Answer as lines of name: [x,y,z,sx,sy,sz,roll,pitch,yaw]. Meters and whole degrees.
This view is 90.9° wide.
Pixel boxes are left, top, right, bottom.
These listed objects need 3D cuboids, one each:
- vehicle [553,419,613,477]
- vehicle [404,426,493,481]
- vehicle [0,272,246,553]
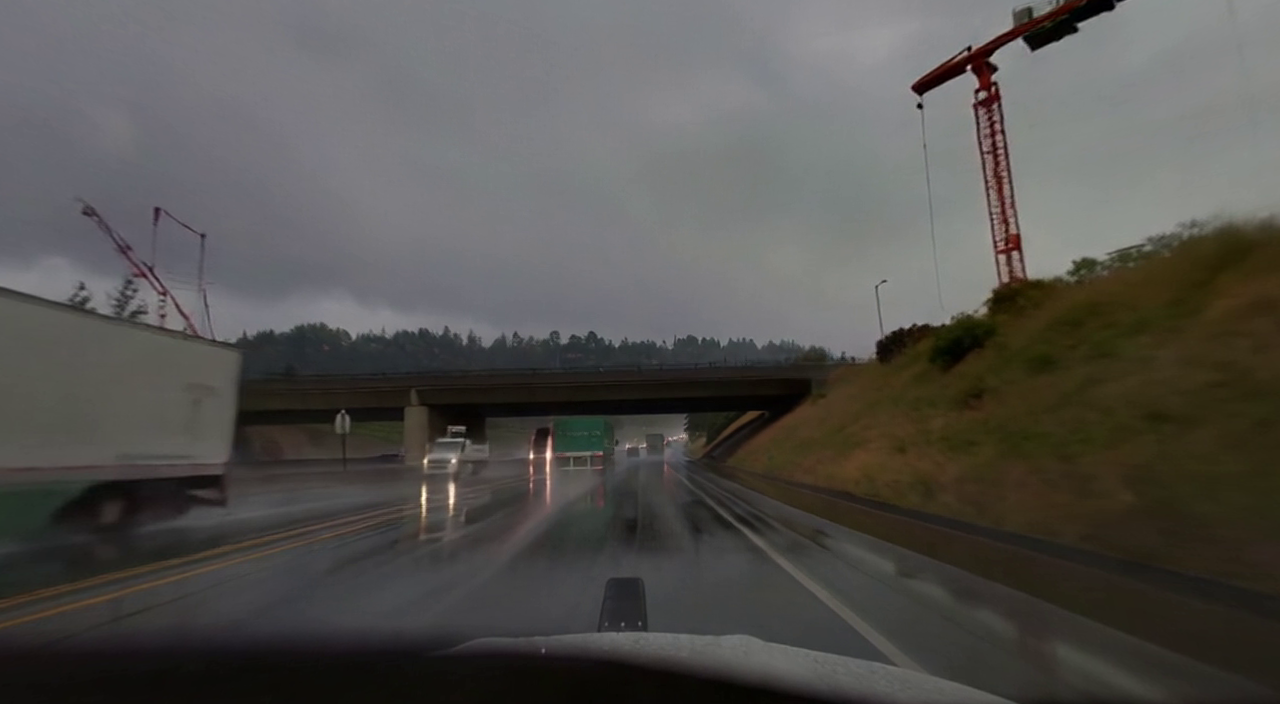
vehicle: [-2.922,5.194,33.985,2.565,2.771,6.641,0,-9,0]
vehicle: [-9.900,5.353,33.242,2.762,2.579,6.099,0,-9,0]
vehicle: [-10.170,0.896,9.040,2.813,3.815,9.248,0,-9,1]
